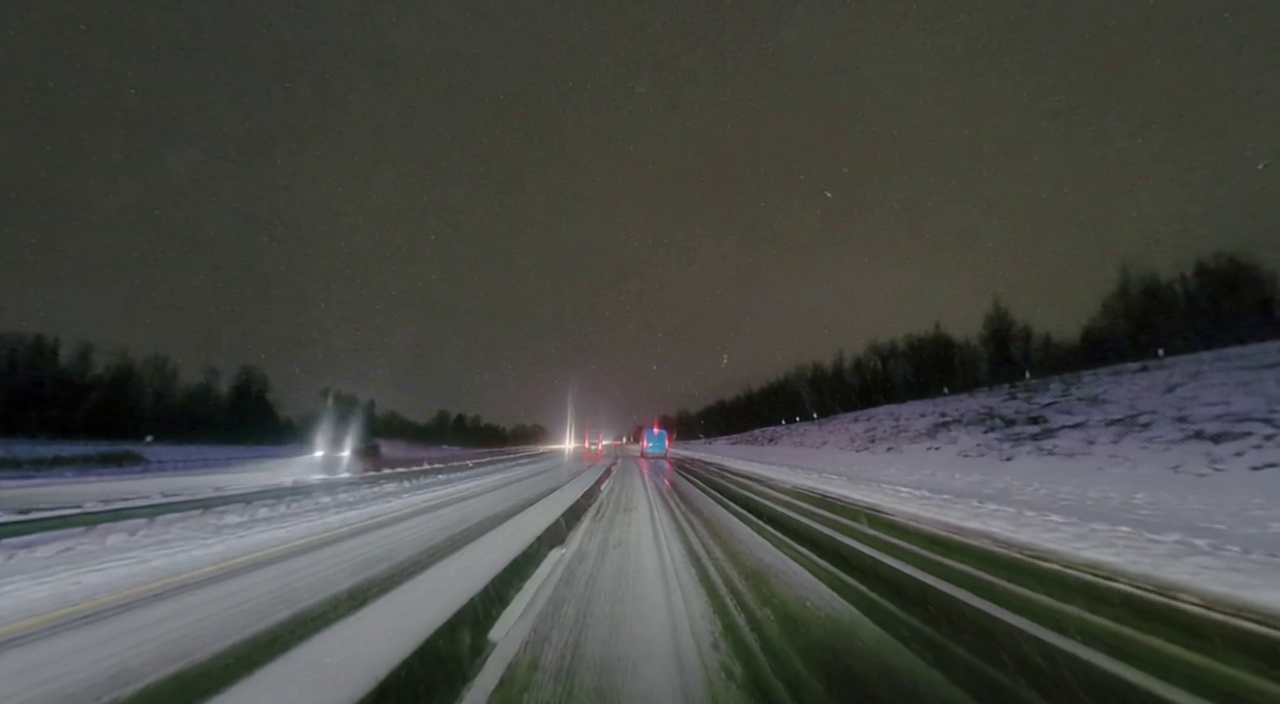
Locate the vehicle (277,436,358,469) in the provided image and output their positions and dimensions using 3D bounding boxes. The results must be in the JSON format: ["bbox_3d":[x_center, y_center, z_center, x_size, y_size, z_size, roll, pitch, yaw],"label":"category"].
[{"bbox_3d":[-16.642,5.172,32.734,1.956,1.581,4.350,0,-8,0],"label":"vehicle"}]

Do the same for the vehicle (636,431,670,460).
[{"bbox_3d":[0.909,6.992,47.282,2.269,2.048,4.679,0,-8,-2],"label":"vehicle"}]
